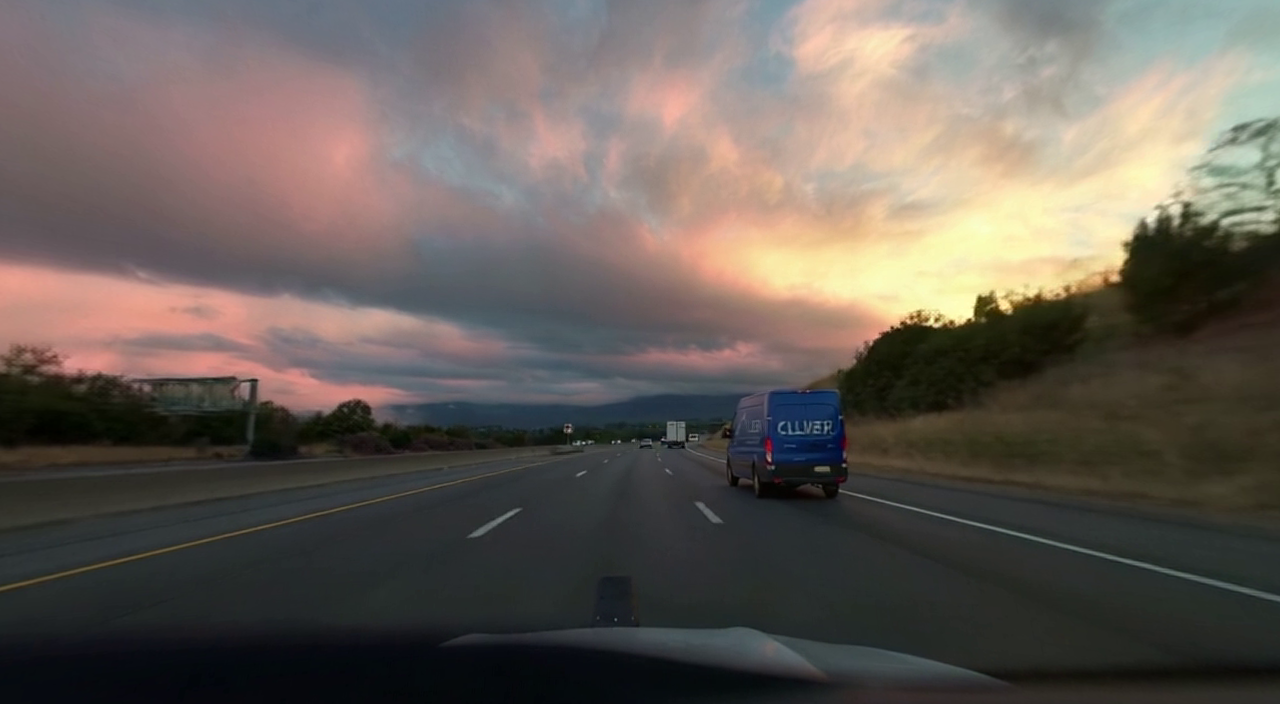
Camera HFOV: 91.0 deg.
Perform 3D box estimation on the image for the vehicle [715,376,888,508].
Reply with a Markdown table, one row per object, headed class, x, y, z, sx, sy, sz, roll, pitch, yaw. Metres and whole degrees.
| class | x | y | z | sx | sy | sz | roll | pitch | yaw |
| --- | --- | --- | --- | --- | --- | --- | --- | --- | --- |
| vehicle | 3.498 | 2.141 | 15.159 | 2.485 | 2.562 | 5.535 | 0 | -8 | -2 |
